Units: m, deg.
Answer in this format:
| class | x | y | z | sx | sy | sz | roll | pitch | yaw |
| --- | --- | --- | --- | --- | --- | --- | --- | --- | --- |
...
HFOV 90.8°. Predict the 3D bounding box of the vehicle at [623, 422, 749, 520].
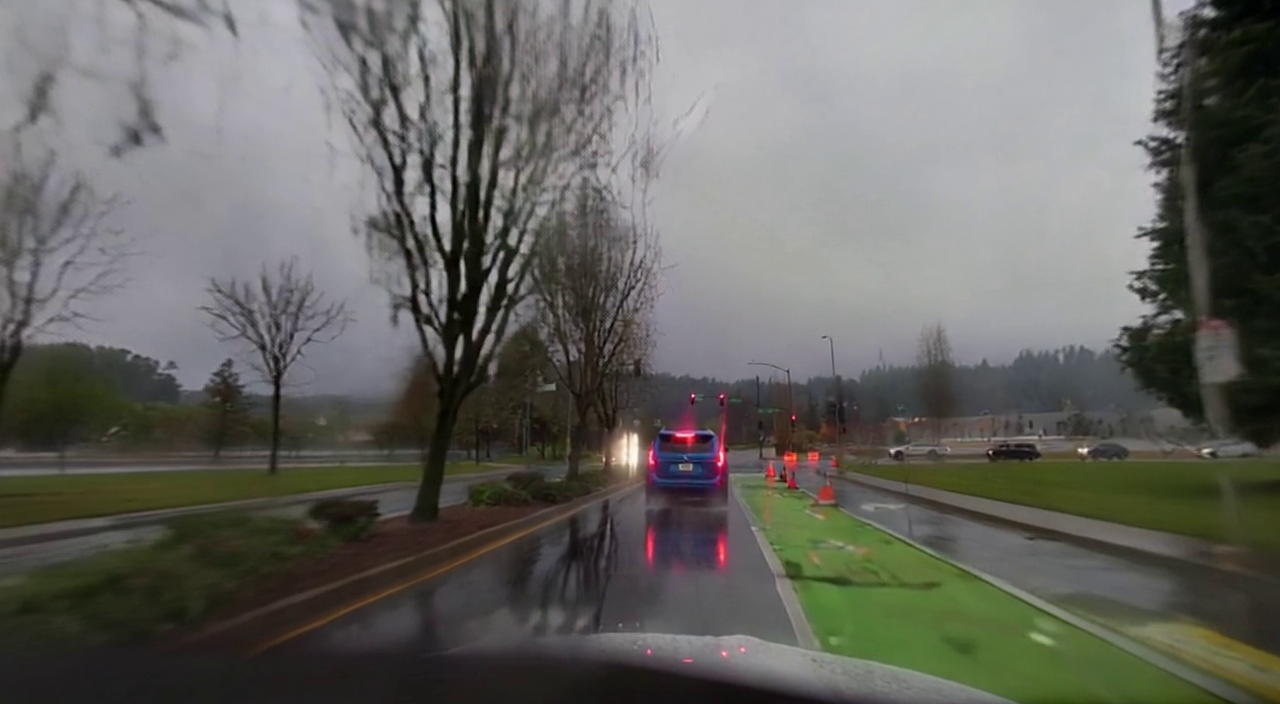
| class | x | y | z | sx | sy | sz | roll | pitch | yaw |
| --- | --- | --- | --- | --- | --- | --- | --- | --- | --- |
| vehicle | 1.086 | 2.558 | 14.141 | 2.339 | 1.790 | 4.629 | -1 | -9 | 6 |
